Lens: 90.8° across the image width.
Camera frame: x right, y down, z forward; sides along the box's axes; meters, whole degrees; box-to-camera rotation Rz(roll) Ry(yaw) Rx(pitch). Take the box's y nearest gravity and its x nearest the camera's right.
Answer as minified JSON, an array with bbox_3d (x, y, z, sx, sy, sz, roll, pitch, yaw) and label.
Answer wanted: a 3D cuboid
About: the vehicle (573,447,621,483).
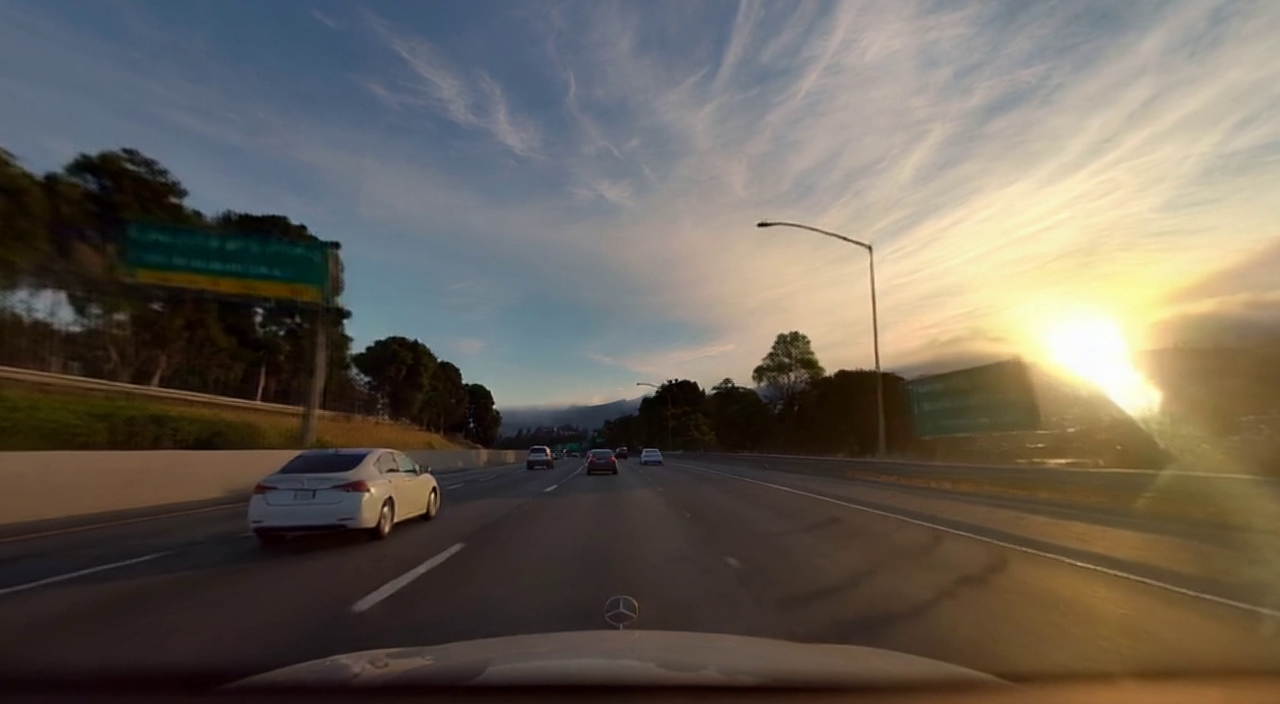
[{"bbox_3d":[-1.839,4.881,27.715,1.947,1.437,4.345,0,-9,-3],"label":"vehicle"}]

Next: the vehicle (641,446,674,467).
[{"bbox_3d":[1.218,7.713,46.759,2.021,1.447,3.985,1,-9,-4],"label":"vehicle"}]

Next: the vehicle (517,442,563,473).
[{"bbox_3d":[-6.072,6.448,38.793,2.244,1.755,4.417,0,-9,-2],"label":"vehicle"}]

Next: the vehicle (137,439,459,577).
[{"bbox_3d":[-4.446,2.077,9.427,2.049,1.482,4.981,0,-9,0],"label":"vehicle"}]
